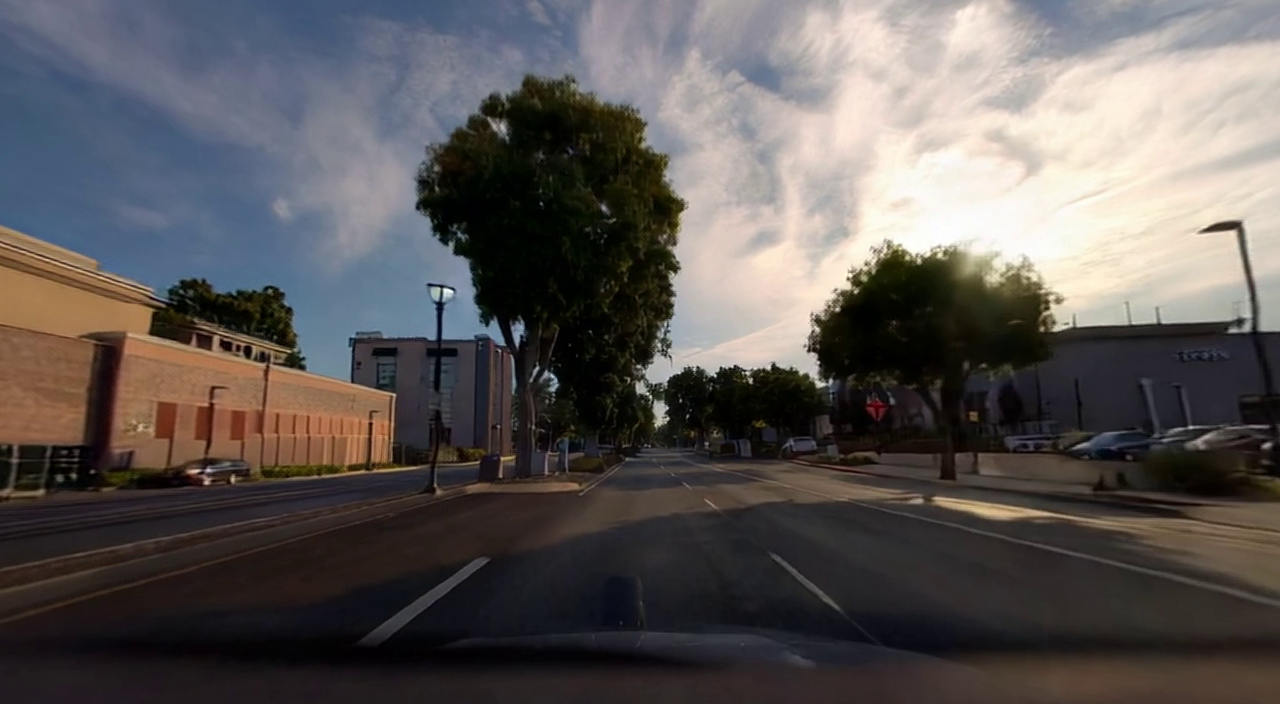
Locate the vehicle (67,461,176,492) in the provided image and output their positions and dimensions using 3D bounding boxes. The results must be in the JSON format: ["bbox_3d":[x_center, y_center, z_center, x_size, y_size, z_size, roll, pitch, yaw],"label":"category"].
[{"bbox_3d":[-29.041,6.977,35.617,1.864,1.502,4.731,-1,-9,6],"label":"vehicle"}]

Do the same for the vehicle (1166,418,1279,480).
[{"bbox_3d":[20.120,3.100,20.241,4.618,1.835,2.123,0,-9,-2],"label":"vehicle"}]

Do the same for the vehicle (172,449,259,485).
[{"bbox_3d":[-24.949,6.788,37.086,5.468,1.809,2.141,-8,-10,31],"label":"vehicle"}]
